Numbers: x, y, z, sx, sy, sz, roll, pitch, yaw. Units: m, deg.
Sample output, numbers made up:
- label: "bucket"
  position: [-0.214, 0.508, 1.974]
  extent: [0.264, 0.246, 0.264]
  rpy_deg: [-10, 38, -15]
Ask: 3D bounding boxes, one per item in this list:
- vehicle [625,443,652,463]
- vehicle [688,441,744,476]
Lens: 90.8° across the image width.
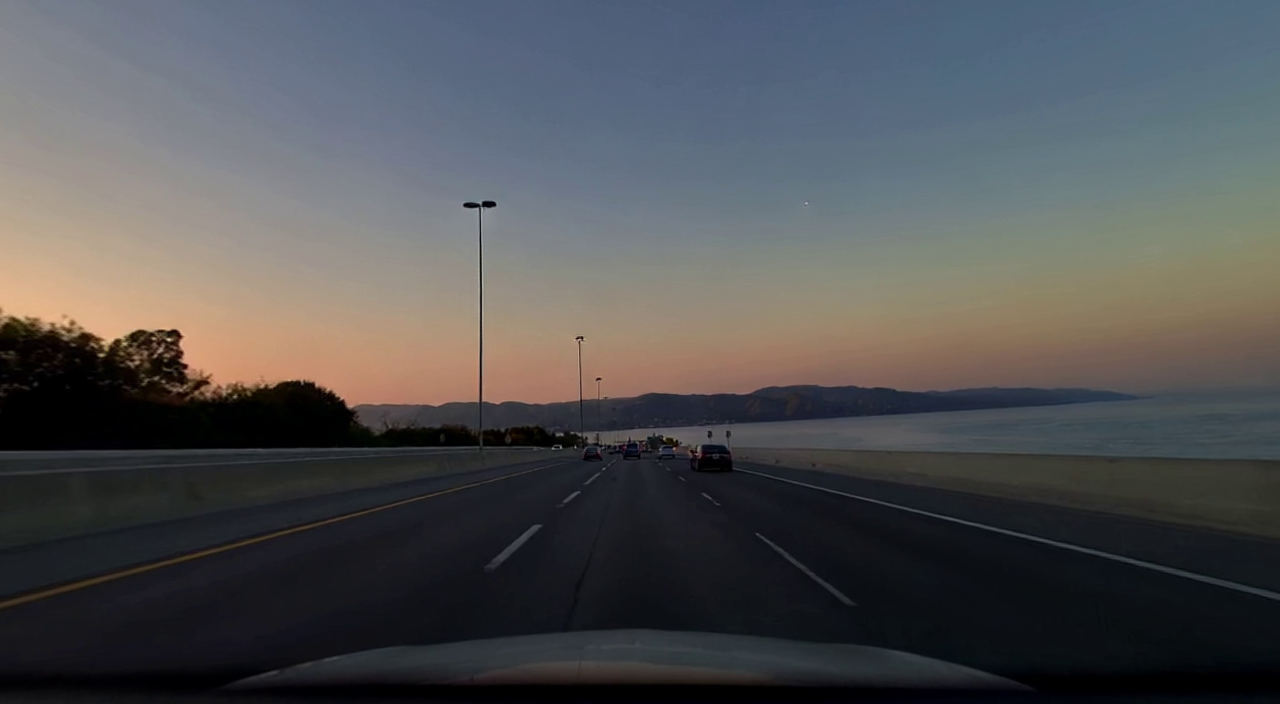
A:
- label: "vehicle"
  position: [-0.162, 7.917, 49.459]
  extent: [2.067, 1.482, 3.966]
  rpy_deg: [0, -8, -1]
- label: "vehicle"
  position: [3.412, 4.878, 29.208]
  extent: [1.890, 1.490, 4.373]
  rpy_deg: [0, -8, -2]
